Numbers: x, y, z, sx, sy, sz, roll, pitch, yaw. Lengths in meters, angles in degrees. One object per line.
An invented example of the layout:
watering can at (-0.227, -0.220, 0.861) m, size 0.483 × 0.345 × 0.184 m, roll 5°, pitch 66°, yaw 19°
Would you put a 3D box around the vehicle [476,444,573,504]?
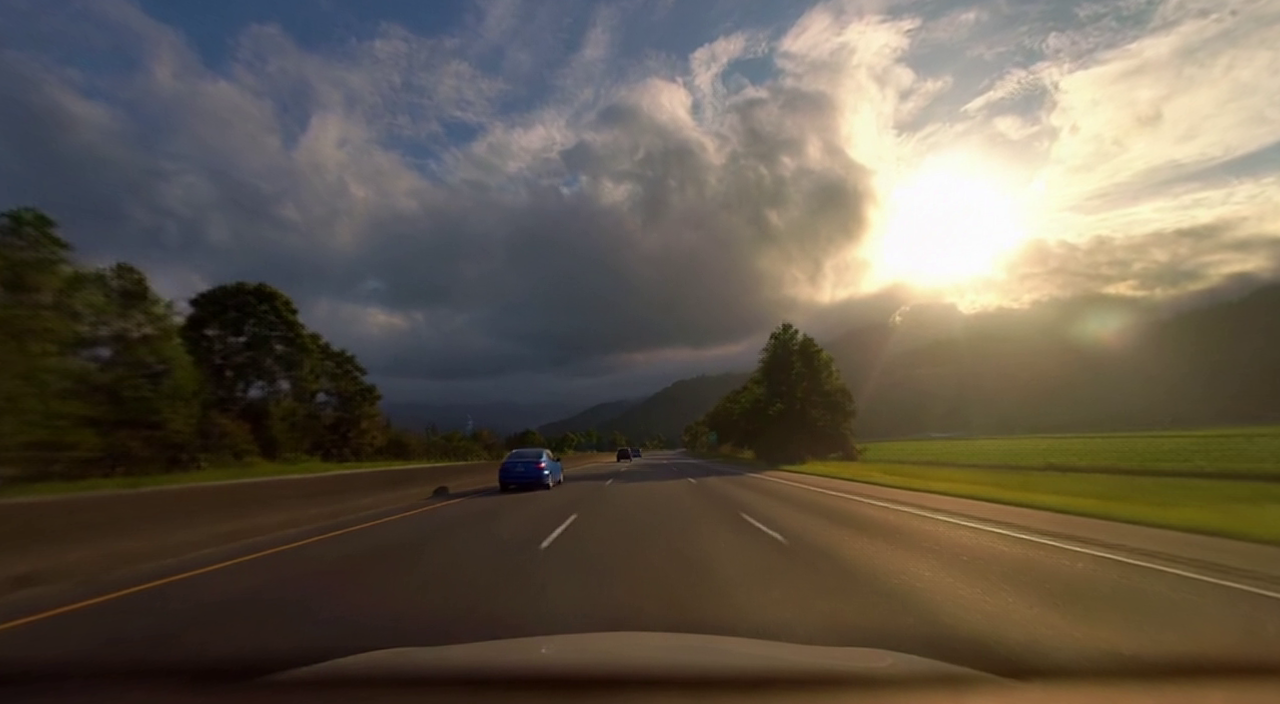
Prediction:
vehicle at (-3.222, 3.512, 18.551) m, size 1.945 × 1.537 × 4.294 m, roll 0°, pitch -9°, yaw 1°
